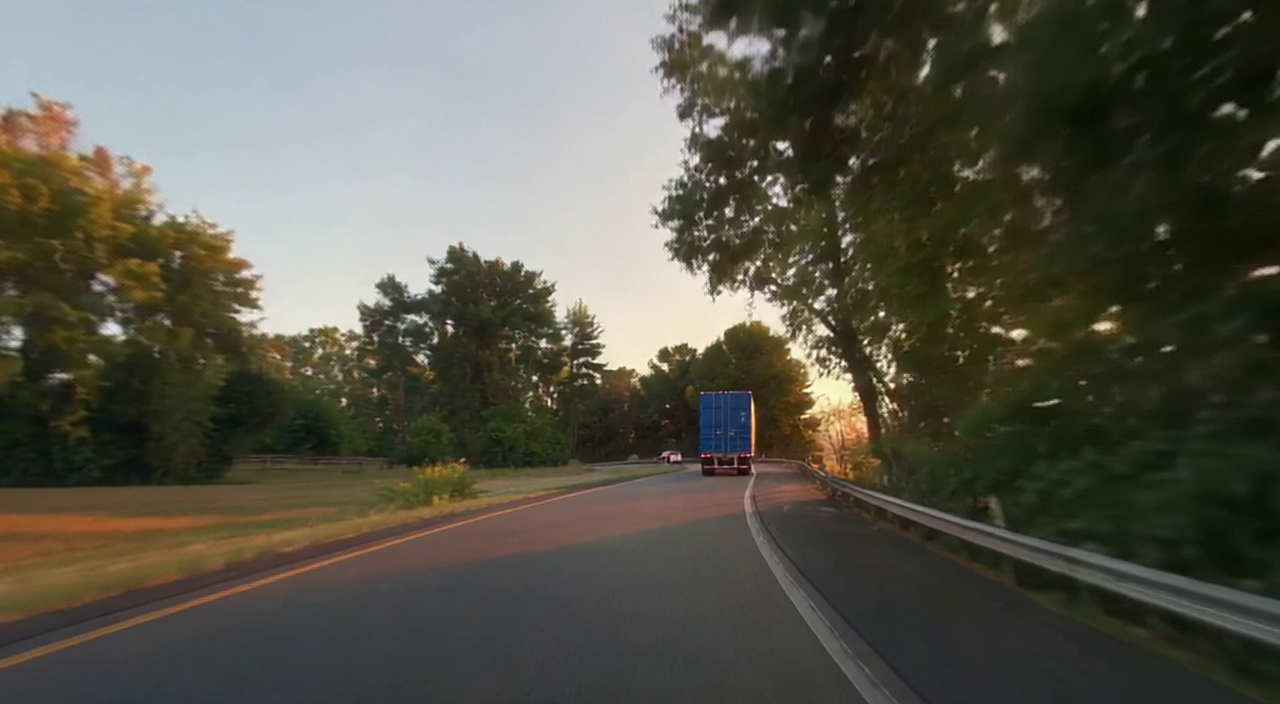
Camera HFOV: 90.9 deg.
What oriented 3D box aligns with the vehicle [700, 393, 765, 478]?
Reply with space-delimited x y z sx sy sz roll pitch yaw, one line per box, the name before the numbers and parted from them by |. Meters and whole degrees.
vehicle | 5.903 5.163 38.090 3.087 4.178 13.682 -2 -9 11
